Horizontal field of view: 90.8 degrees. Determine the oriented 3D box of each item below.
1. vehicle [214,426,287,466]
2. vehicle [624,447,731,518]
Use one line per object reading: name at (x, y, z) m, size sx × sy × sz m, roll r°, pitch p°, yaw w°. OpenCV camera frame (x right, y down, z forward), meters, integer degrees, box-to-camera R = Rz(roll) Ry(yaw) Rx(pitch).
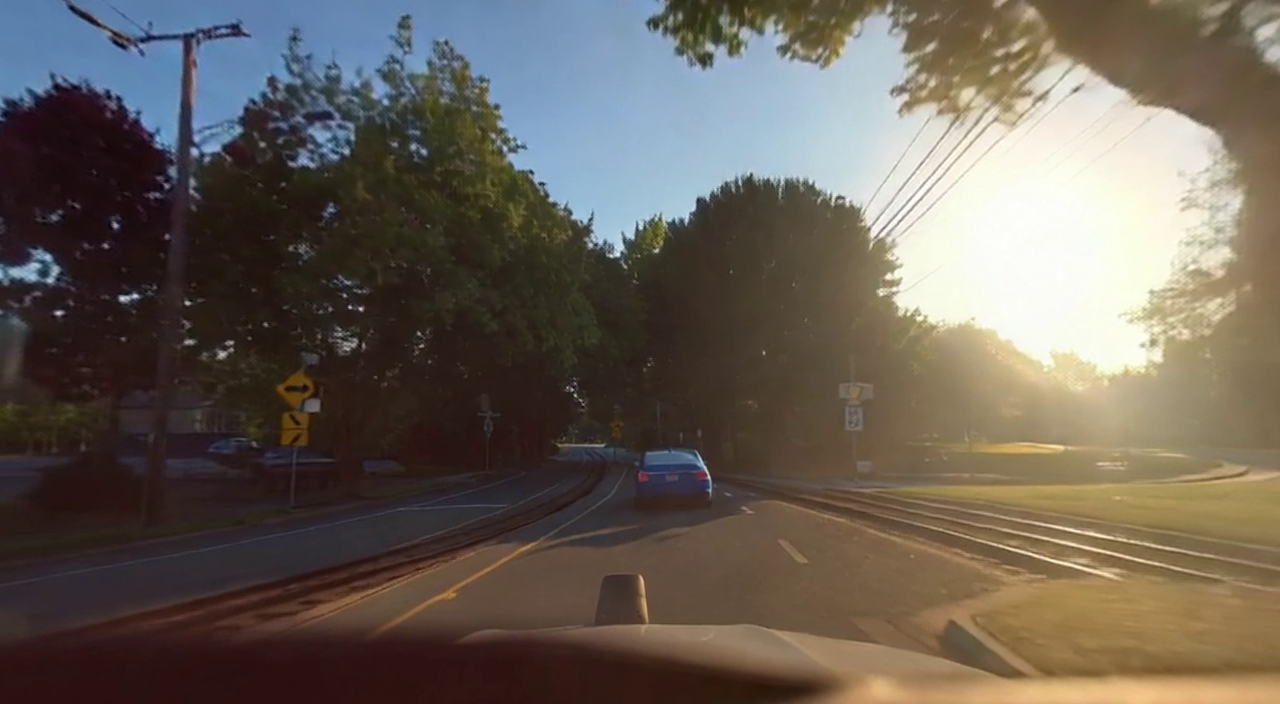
vehicle at (-29.707, 7.230, 48.558) m, size 2.983 × 2.816 × 7.042 m, roll 3°, pitch -9°, yaw -17°
vehicle at (0.827, 3.144, 15.833) m, size 2.295 × 1.510 × 4.364 m, roll 0°, pitch -9°, yaw 1°
